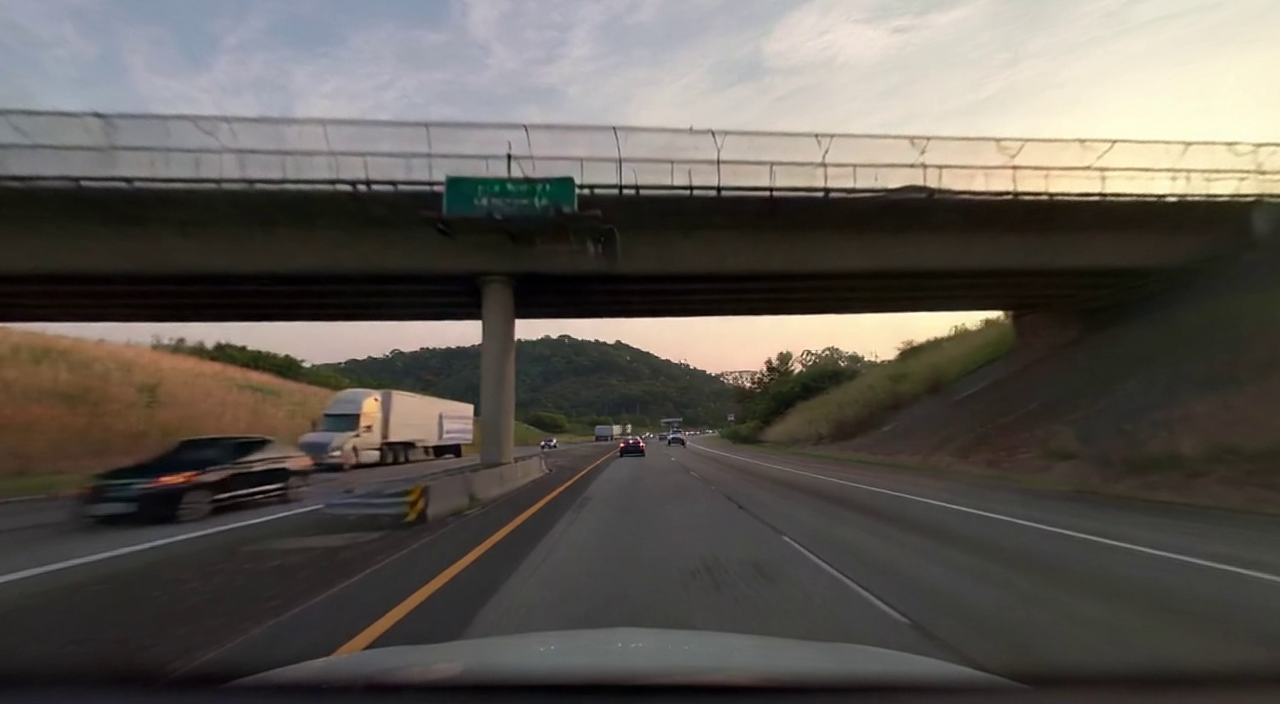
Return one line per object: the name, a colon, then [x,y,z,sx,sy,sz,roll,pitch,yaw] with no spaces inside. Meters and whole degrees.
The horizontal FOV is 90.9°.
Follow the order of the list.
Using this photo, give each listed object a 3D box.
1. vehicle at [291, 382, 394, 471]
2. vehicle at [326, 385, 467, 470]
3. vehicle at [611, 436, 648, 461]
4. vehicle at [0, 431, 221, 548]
vehicle: [-13.671,3.457,29.234,3.204,3.934,2.841,0,-7,-1]
vehicle: [-13.768,4.586,37.718,2.905,4.072,14.272,0,-8,-1]
vehicle: [-0.615,5.481,35.946,1.996,1.325,4.029,0,-7,-1]
vehicle: [-8.405,1.883,9.381,1.790,1.375,3.778,0,-7,-2]
